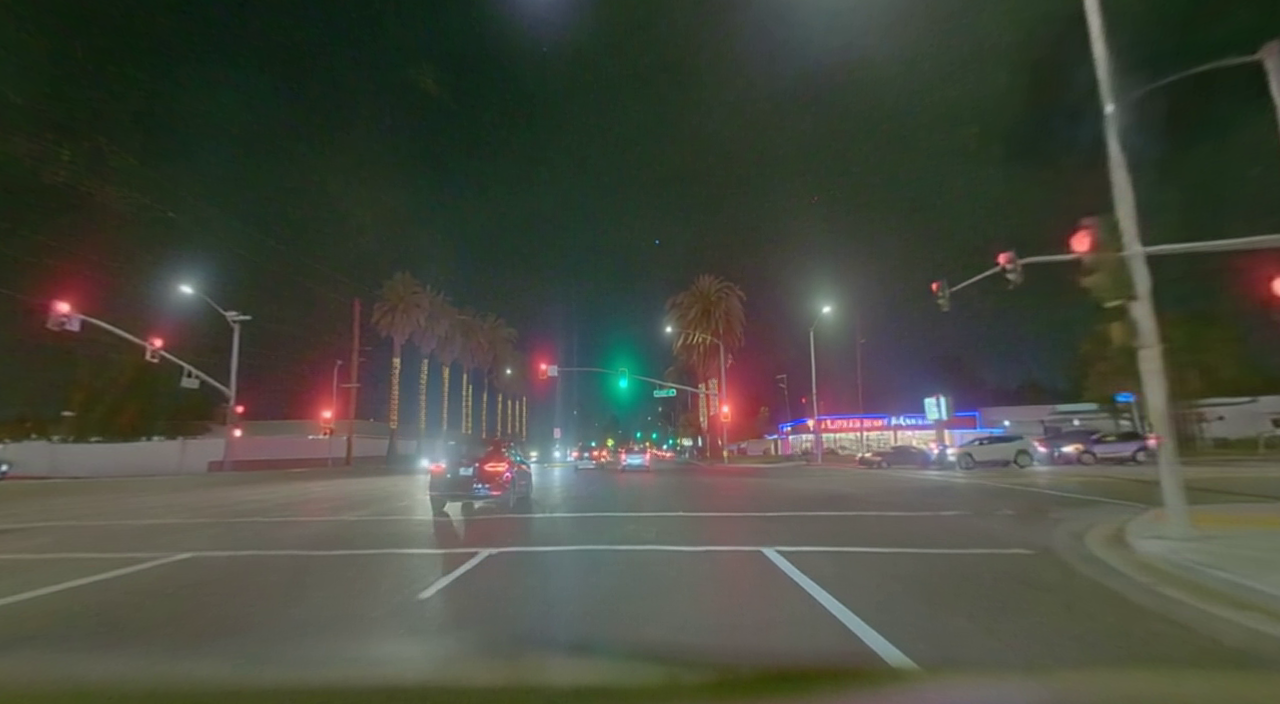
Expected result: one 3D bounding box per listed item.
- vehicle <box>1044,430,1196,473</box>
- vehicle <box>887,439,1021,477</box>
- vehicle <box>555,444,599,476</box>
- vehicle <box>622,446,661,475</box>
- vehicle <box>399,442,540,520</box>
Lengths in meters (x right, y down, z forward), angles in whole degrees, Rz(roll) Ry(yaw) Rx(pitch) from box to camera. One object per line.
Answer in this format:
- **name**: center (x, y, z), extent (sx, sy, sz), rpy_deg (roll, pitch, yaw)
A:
- **vehicle**: center (20.347, 4.232, 26.791), extent (4.699, 1.716, 2.108), rpy_deg (0, -8, -1)
- **vehicle**: center (13.179, 4.476, 26.596), extent (4.532, 1.504, 2.087), rpy_deg (0, -8, 0)
- **vehicle**: center (-3.429, 5.964, 34.920), extent (1.979, 1.634, 3.957), rpy_deg (0, -8, 1)
- **vehicle**: center (0.103, 6.132, 35.733), extent (2.094, 1.496, 4.070), rpy_deg (0, -8, 0)
- **vehicle**: center (-3.693, 2.851, 14.544), extent (1.904, 1.513, 4.410), rpy_deg (-1, -8, 2)
